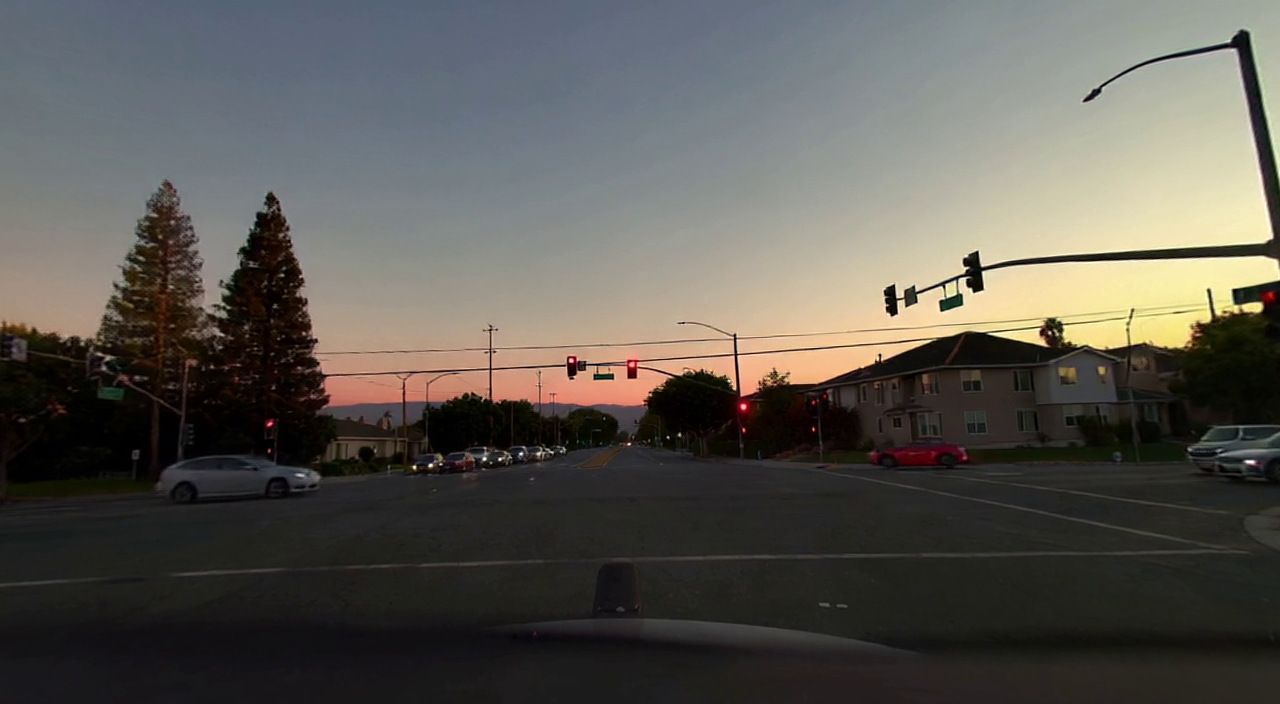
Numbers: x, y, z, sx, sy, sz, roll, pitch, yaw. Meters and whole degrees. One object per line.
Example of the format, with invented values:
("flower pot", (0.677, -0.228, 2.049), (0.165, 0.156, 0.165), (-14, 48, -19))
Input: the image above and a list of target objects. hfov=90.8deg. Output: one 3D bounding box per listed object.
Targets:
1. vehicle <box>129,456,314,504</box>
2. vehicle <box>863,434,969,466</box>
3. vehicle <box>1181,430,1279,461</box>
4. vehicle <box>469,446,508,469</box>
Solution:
("vehicle", (-13.993, 4.279, 21.331), (4.823, 1.449, 2.017), (-1, -9, 2))
("vehicle", (14.430, 5.147, 33.131), (4.873, 1.539, 1.932), (-4, -9, 25))
("vehicle", (31.318, 4.886, 33.022), (4.318, 1.488, 1.870), (0, -9, -1))
("vehicle", (-10.704, 7.461, 44.759), (1.881, 1.509, 3.377), (0, -9, 1))
